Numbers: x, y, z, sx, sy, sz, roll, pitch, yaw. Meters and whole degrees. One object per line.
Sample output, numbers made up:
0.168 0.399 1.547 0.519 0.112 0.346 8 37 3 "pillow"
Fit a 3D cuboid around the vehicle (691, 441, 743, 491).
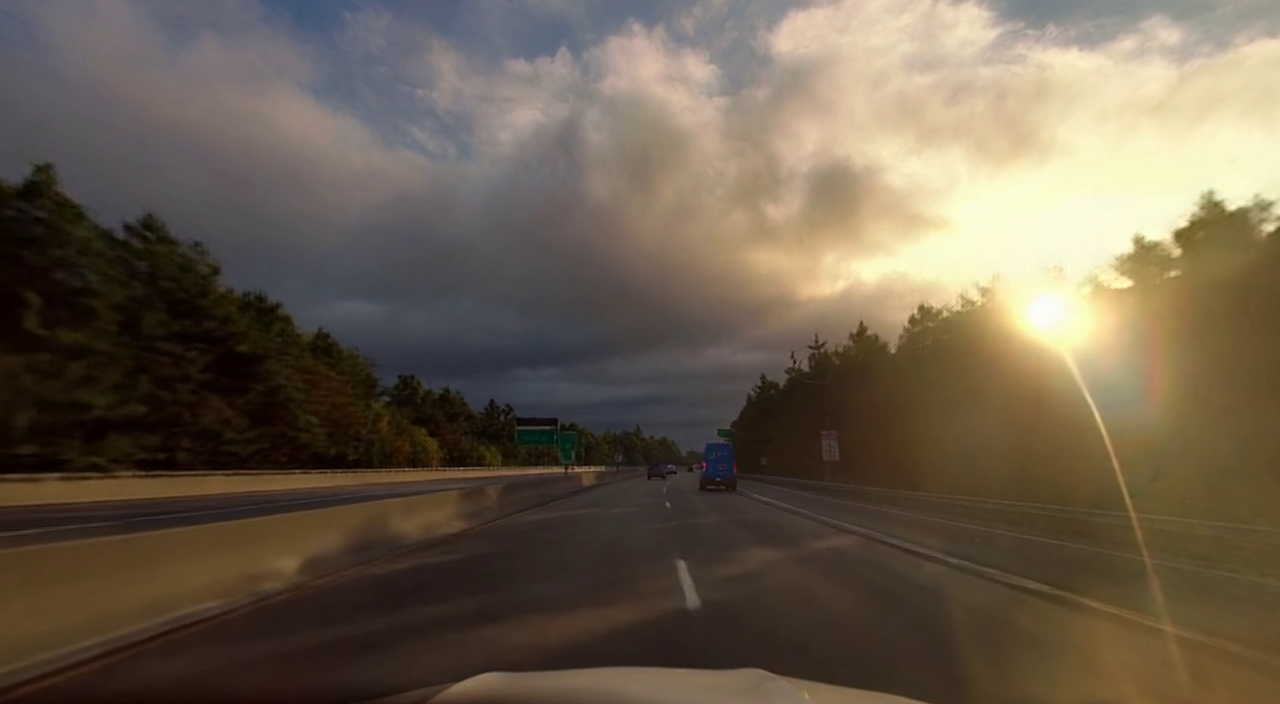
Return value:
4.278 6.571 36.180 2.366 2.595 5.793 0 -11 1 "vehicle"
